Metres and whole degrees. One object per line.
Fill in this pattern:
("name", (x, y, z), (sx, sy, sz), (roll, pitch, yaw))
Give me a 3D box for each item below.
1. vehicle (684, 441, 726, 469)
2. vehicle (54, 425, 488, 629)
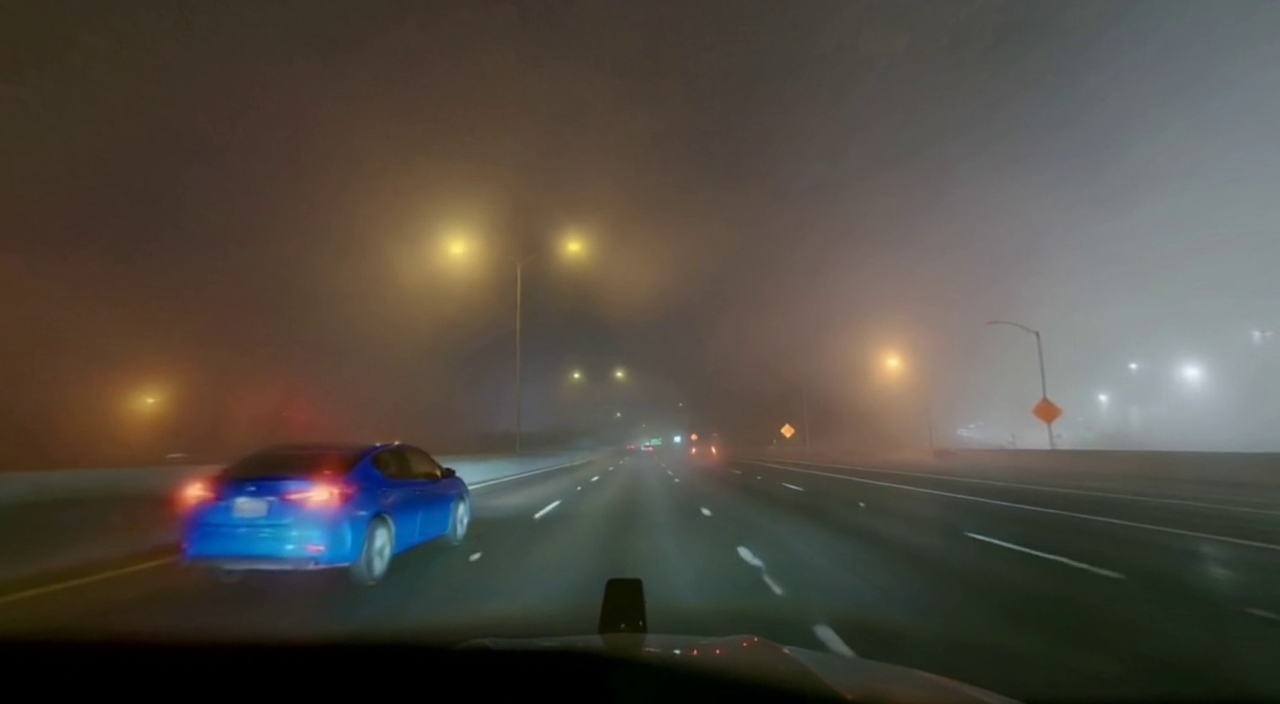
("vehicle", (3.704, 6.024, 36.935), (1.949, 1.515, 4.374), (0, -9, -1))
("vehicle", (-3.348, 1.663, 7.141), (1.979, 1.505, 4.705), (0, -9, 2))
